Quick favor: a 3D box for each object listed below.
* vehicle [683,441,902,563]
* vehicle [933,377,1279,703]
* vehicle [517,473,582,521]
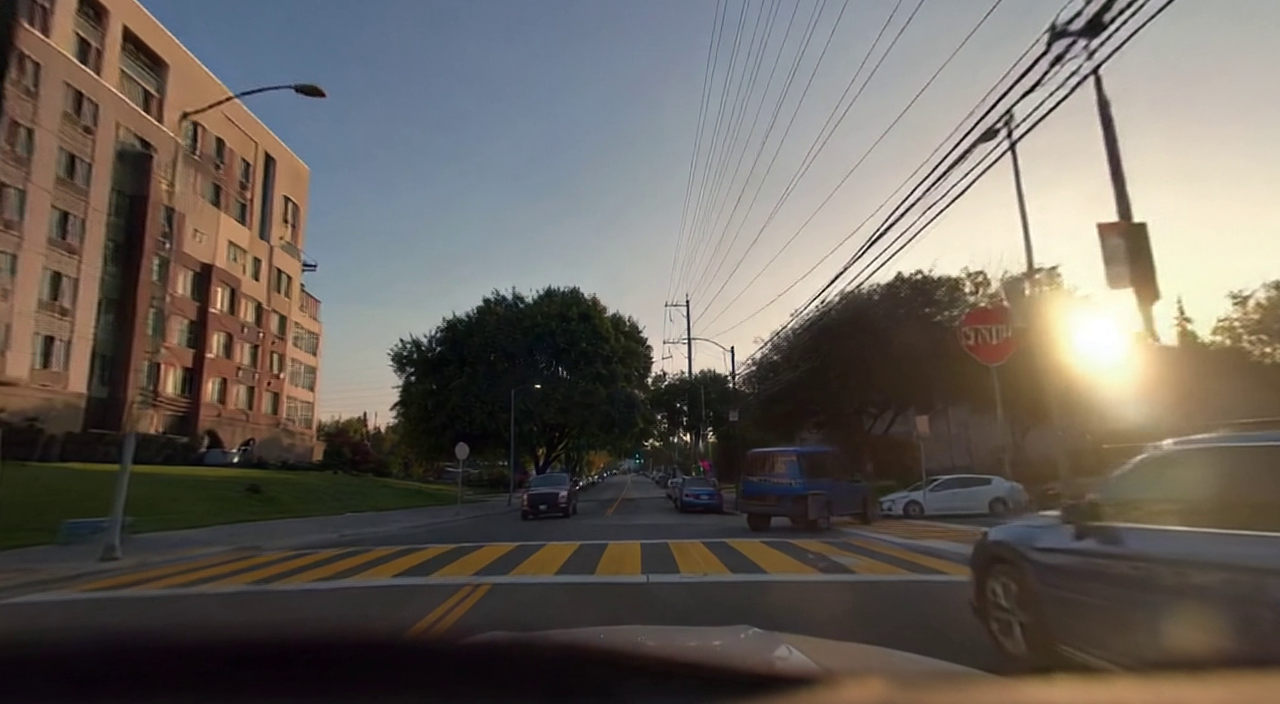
[{"bbox_3d":[3.109,2.624,12.064,2.214,1.789,4.872,-7,-11,37],"label":"vehicle"},{"bbox_3d":[3.269,0.987,2.829,1.933,1.612,3.941,0,-9,-1],"label":"vehicle"},{"bbox_3d":[-3.466,5.618,24.816,1.911,1.563,4.057,0,-9,0],"label":"vehicle"}]
